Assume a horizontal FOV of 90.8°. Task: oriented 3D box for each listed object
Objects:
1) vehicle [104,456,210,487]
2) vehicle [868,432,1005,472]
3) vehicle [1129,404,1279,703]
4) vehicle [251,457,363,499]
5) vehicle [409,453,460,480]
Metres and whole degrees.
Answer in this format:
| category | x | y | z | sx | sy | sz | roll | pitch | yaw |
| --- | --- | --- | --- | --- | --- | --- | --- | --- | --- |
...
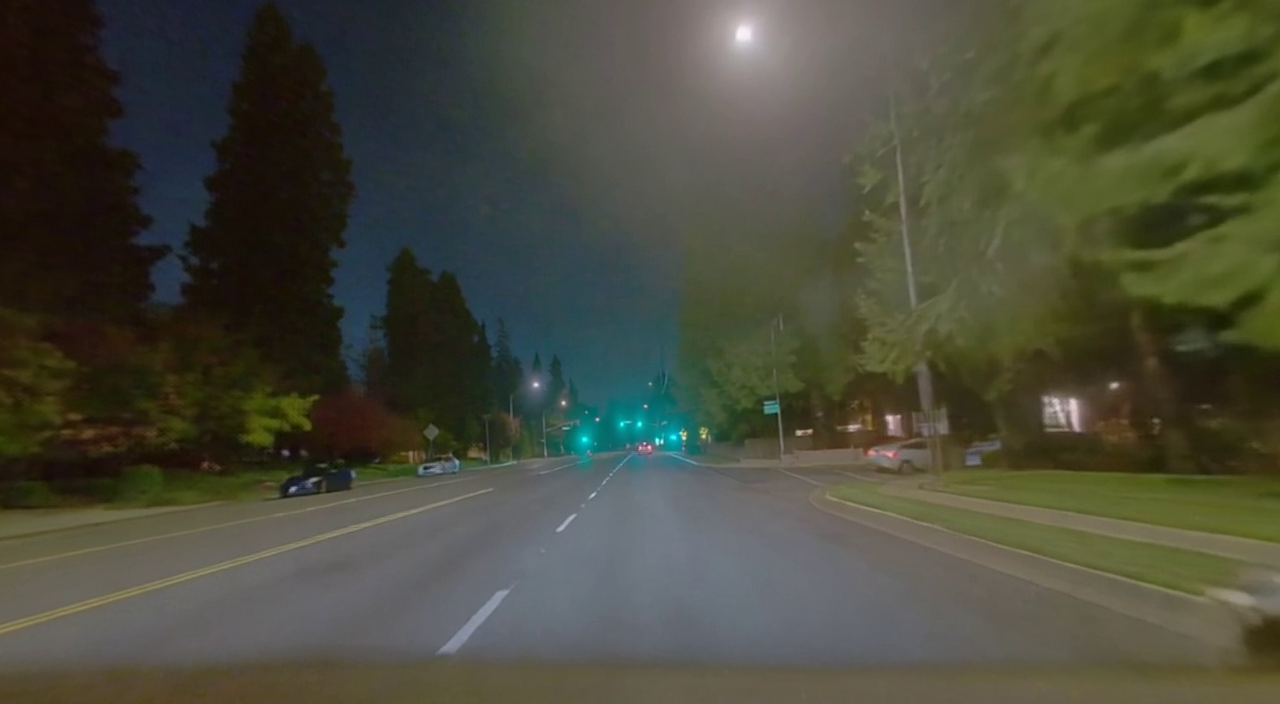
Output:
| category | x | y | z | sx | sy | sz | roll | pitch | yaw |
| --- | --- | --- | --- | --- | --- | --- | --- | --- | --- |
| vehicle | -24.248 | 6.029 | 31.782 | 3.894 | 1.459 | 1.638 | 0 | -11 | 0 |
| vehicle | 11.861 | 4.001 | 25.410 | 4.644 | 1.471 | 1.843 | 1 | -8 | -9 |
| vehicle | 3.518 | 0.712 | 0.695 | 2.093 | 1.524 | 4.835 | 0 | -8 | 0 |
| vehicle | -13.679 | 5.175 | 26.311 | 1.901 | 1.481 | 4.636 | -1 | -8 | 4 |
| vehicle | -13.766 | 7.655 | 42.528 | 1.941 | 1.501 | 4.432 | -3 | -7 | 0 |
